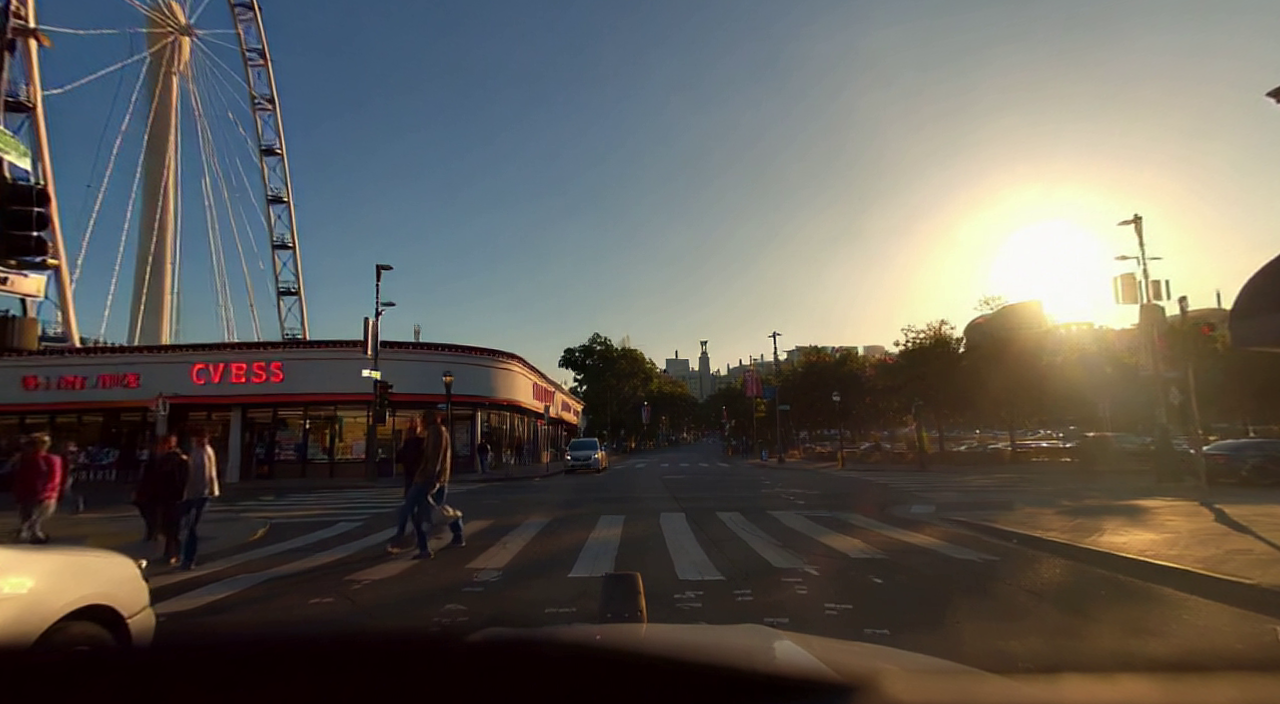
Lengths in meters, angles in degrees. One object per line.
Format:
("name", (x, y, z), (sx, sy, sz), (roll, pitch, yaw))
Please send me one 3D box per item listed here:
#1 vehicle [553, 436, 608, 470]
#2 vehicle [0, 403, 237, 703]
("vehicle", (-3.891, 6.413, 40.250), (2.549, 2.000, 5.699), (2, -9, -15))
("vehicle", (-3.372, 0.785, 1.193), (1.940, 1.505, 4.676), (-1, -9, 3))
